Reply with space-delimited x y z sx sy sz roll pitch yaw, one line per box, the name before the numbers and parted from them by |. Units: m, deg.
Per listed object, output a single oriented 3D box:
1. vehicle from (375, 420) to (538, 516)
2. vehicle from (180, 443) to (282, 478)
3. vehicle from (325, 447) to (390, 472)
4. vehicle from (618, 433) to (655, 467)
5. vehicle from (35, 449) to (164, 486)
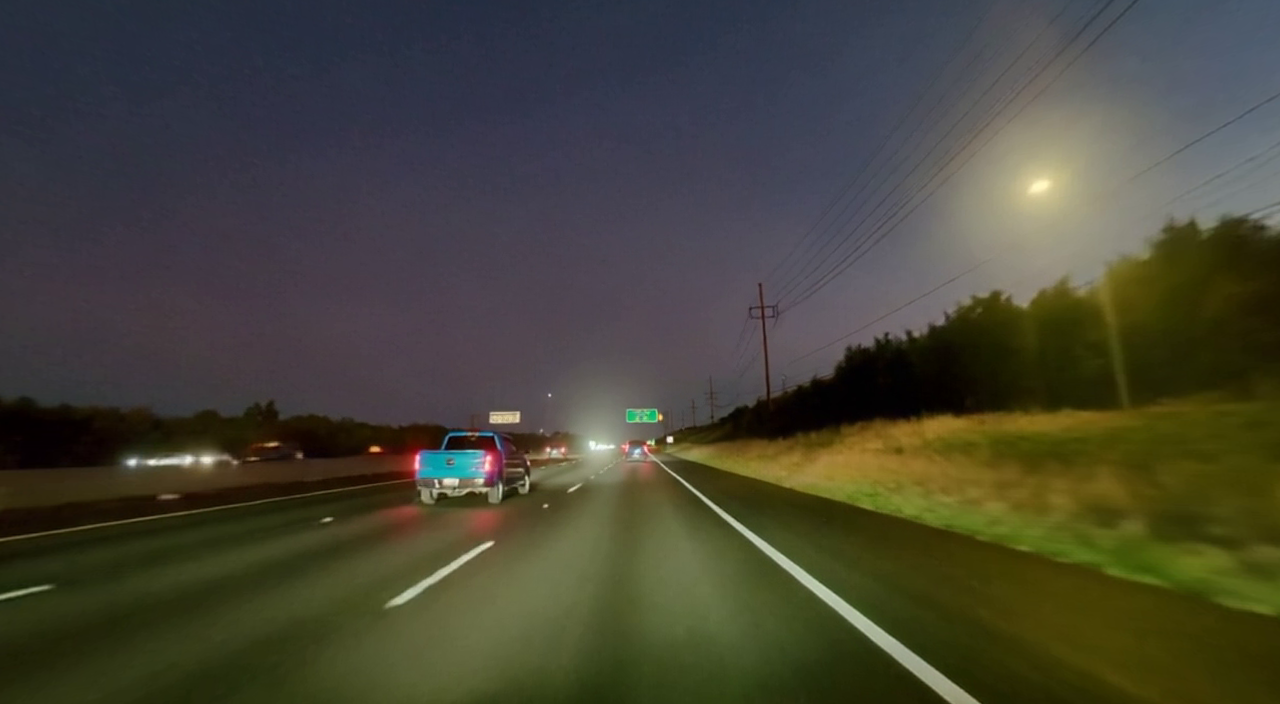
vehicle | -3.943 2.617 14.767 2.204 1.812 5.289 0 -8 0
vehicle | -21.099 5.599 32.894 2.034 1.653 4.825 0 -9 1
vehicle | -17.760 6.758 39.981 1.961 1.455 4.675 0 -9 0
vehicle | -0.272 6.474 41.793 2.358 2.144 4.713 0 -8 -1
vehicle | -25.095 5.368 29.595 1.964 1.550 4.603 0 -8 0
